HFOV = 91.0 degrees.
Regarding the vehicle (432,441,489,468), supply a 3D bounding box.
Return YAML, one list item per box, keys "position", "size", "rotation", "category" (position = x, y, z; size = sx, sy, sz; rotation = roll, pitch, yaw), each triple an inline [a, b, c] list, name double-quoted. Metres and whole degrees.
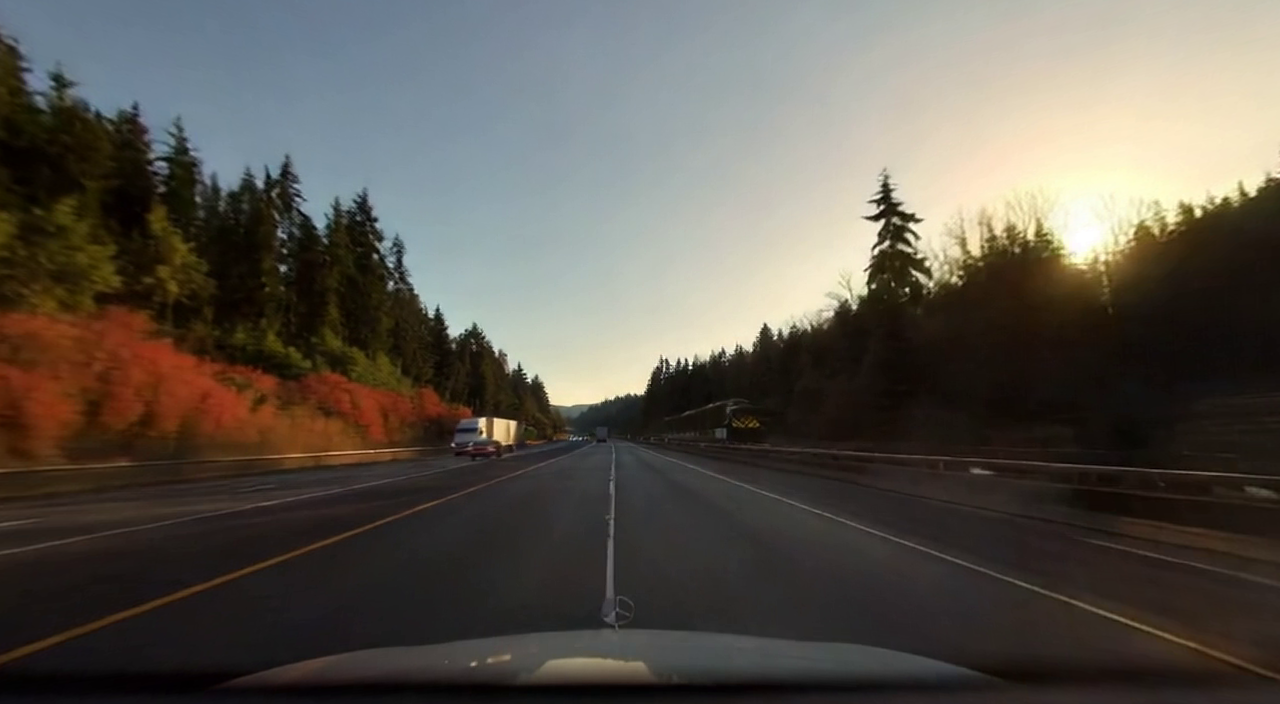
- position: [-10.290, 5.896, 36.485]
  size: [2.094, 1.476, 4.661]
  rotation: [0, -8, -2]
  category: "vehicle"
